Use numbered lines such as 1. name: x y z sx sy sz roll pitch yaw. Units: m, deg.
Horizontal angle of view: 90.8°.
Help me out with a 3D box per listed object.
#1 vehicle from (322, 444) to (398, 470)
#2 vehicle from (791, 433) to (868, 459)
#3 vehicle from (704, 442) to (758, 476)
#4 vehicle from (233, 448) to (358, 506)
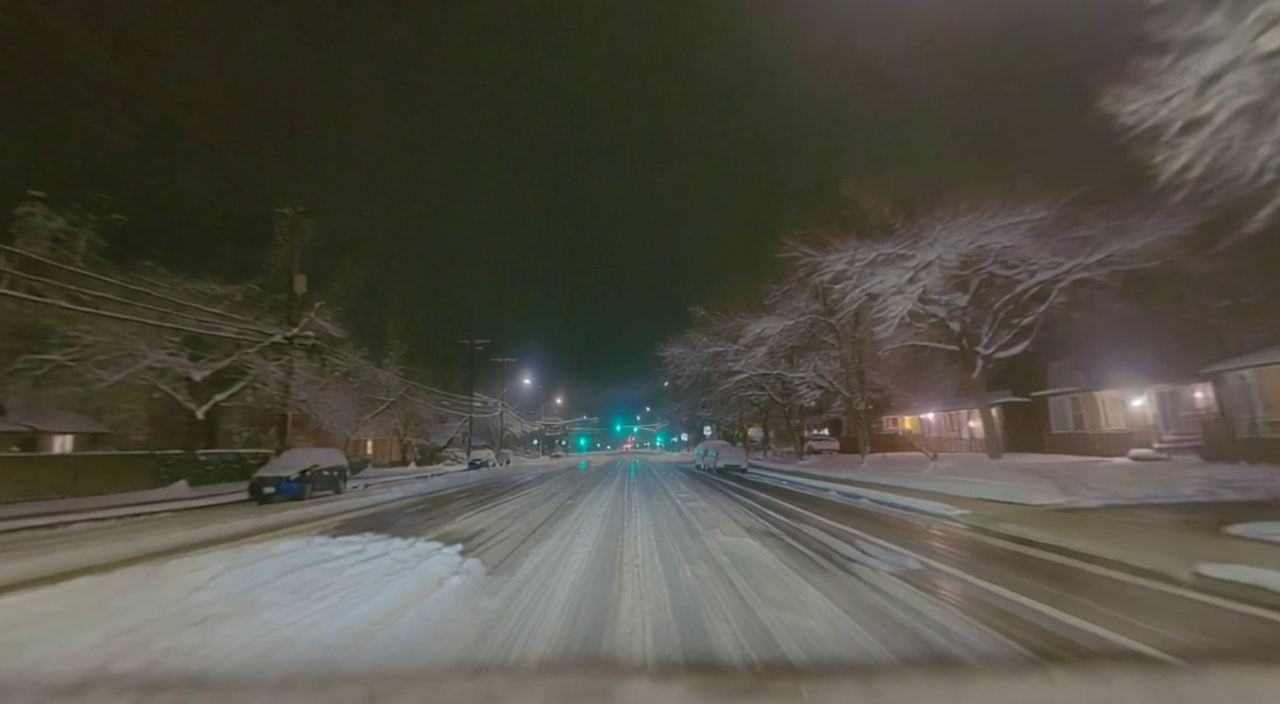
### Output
1. vehicle: -20.761 7.784 46.909 4.615 1.636 2.052 2 -8 4
2. vehicle: 13.363 6.683 44.810 4.852 1.760 1.999 0 -9 4
3. vehicle: 4.406 5.294 31.319 2.000 1.520 4.943 0 -10 0
4. vehicle: -12.438 4.475 23.230 2.034 1.646 4.808 -4 -7 -2
